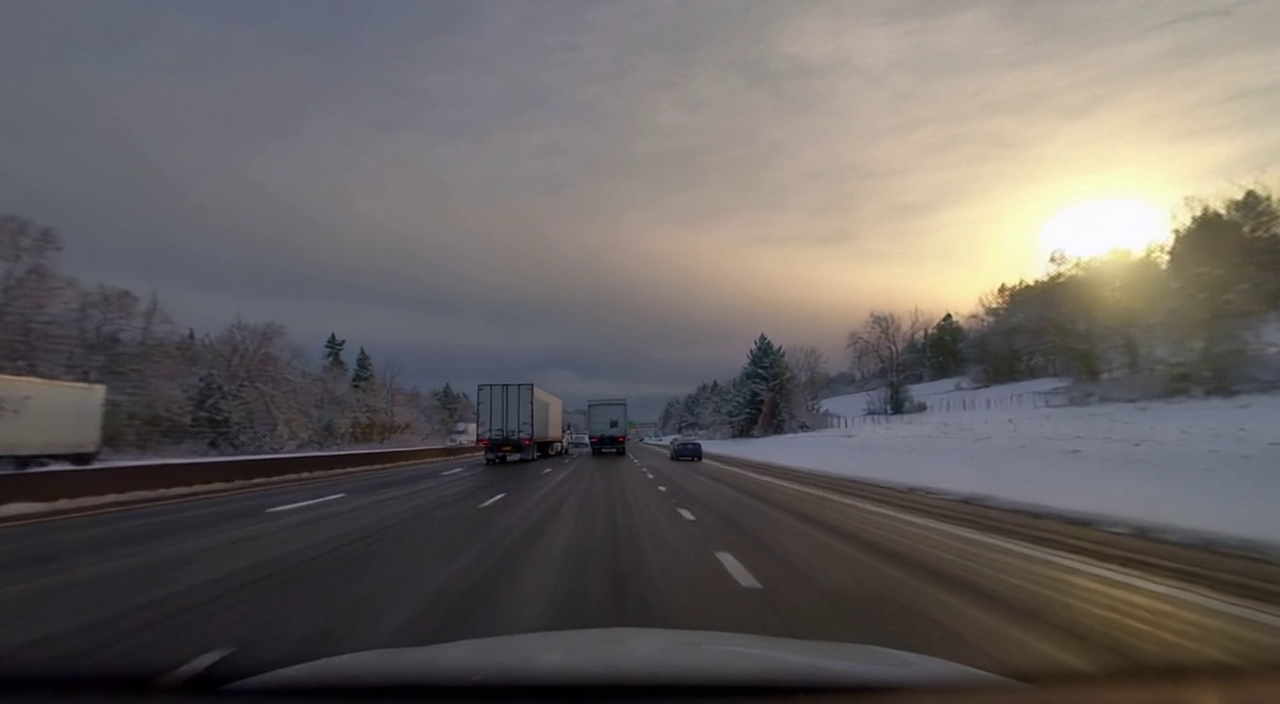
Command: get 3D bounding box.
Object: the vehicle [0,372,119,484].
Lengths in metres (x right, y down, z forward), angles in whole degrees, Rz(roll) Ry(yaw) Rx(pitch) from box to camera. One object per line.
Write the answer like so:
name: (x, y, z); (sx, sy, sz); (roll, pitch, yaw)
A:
vehicle: (-24.976, 2.542, 21.376); (2.894, 4.071, 14.117); (0, -8, -2)

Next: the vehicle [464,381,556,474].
vehicle: (-5.298, 3.282, 26.953); (2.728, 3.405, 7.096); (0, -8, -3)

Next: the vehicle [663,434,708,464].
vehicle: (2.290, 4.985, 32.499); (1.891, 1.477, 3.599); (0, -8, -3)

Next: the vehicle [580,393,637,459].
vehicle: (-2.513, 5.756, 47.431); (3.475, 4.037, 17.454); (0, -8, -4)
